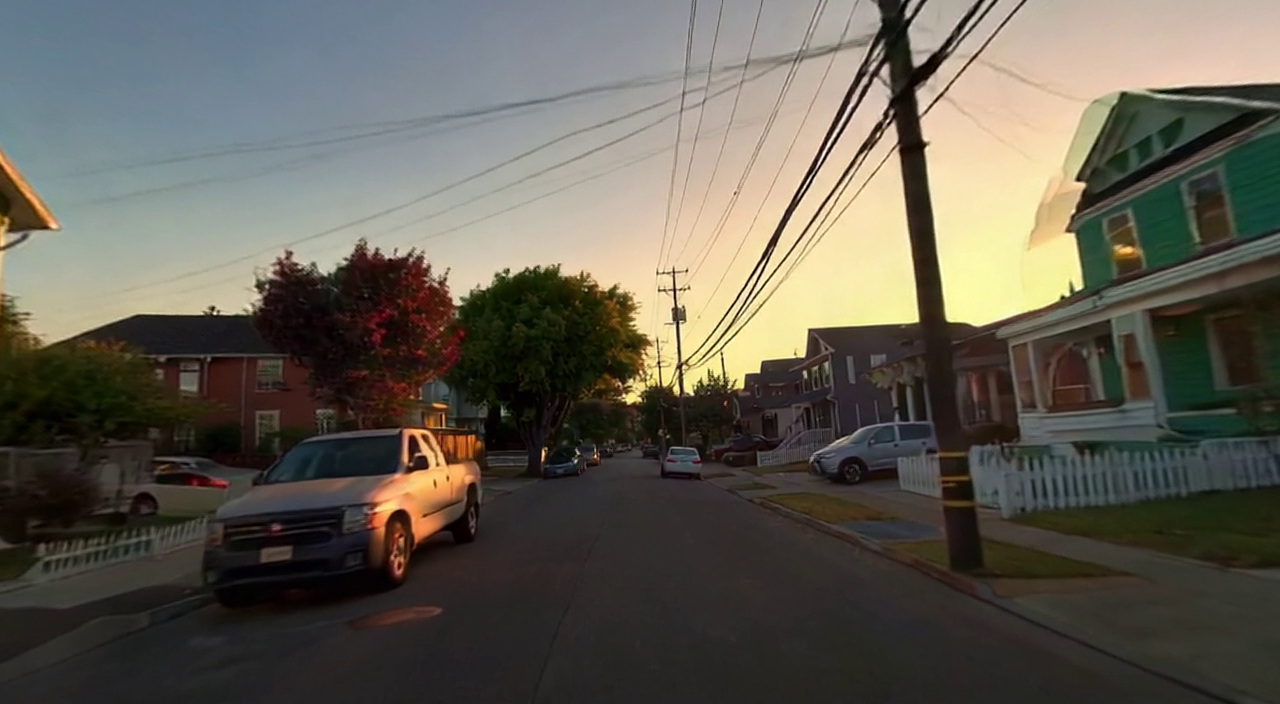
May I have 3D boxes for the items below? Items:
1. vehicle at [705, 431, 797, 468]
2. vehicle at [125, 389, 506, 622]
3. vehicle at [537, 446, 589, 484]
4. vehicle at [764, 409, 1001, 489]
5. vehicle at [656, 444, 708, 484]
[{"bbox_3d":[6.887,6.093,39.554,5.274,2.170,2.205,1,-7,-3],"label":"vehicle"},{"bbox_3d":[-3.742,1.839,8.926,2.399,2.085,5.589,-3,-8,0],"label":"vehicle"},{"bbox_3d":[-4.365,6.429,36.508,2.204,1.655,4.813,-8,-8,-1],"label":"vehicle"},{"bbox_3d":[6.773,2.747,18.206,5.974,2.066,2.152,1,-7,-1],"label":"vehicle"},{"bbox_3d":[1.889,5.217,29.852,2.043,1.631,4.613,0,-8,-1],"label":"vehicle"}]
